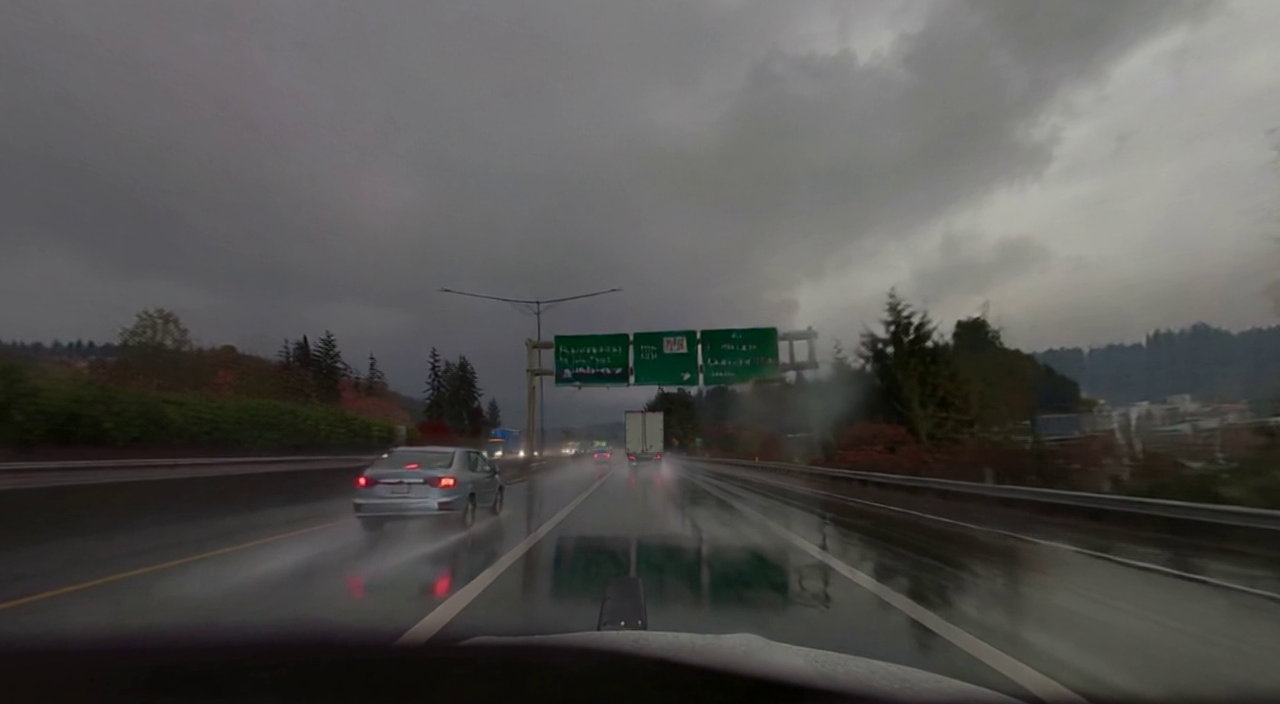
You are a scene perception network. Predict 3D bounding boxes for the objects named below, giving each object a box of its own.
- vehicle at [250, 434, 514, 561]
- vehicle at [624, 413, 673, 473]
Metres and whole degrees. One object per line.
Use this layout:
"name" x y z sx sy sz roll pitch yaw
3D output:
"vehicle" -3.669 2.174 10.298 2.114 1.523 5.110 0 -9 1
"vehicle" 0.408 6.244 42.888 2.893 3.628 9.081 0 -9 -2
